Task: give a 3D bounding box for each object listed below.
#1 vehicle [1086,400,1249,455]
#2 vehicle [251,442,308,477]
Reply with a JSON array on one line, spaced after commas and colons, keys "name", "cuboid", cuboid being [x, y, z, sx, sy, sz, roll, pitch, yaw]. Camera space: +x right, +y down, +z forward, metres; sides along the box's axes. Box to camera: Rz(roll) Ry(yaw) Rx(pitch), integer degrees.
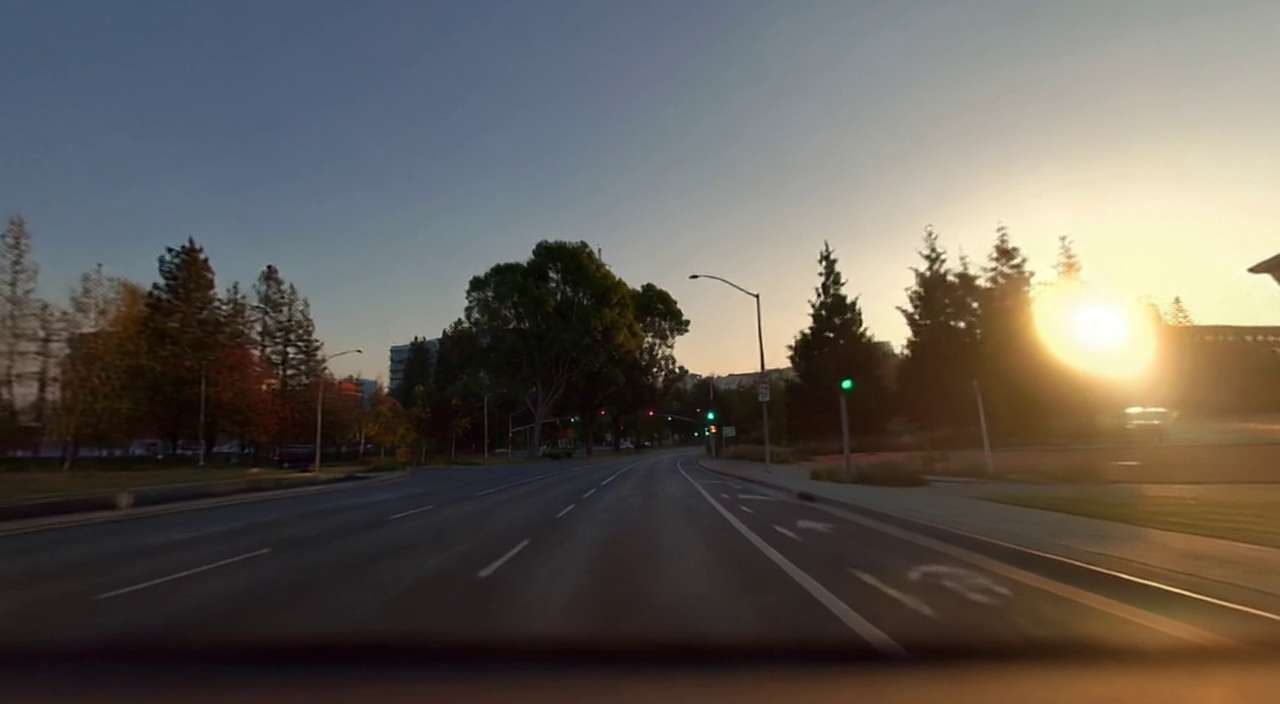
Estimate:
[{"name": "vehicle", "cuboid": [38.006, 5.328, 45.382, 12.668, 3.508, 3.144, 1, -8, -22]}, {"name": "vehicle", "cuboid": [-27.375, 8.131, 48.098, 2.249, 2.488, 3.048, -3, -8, 8]}]
